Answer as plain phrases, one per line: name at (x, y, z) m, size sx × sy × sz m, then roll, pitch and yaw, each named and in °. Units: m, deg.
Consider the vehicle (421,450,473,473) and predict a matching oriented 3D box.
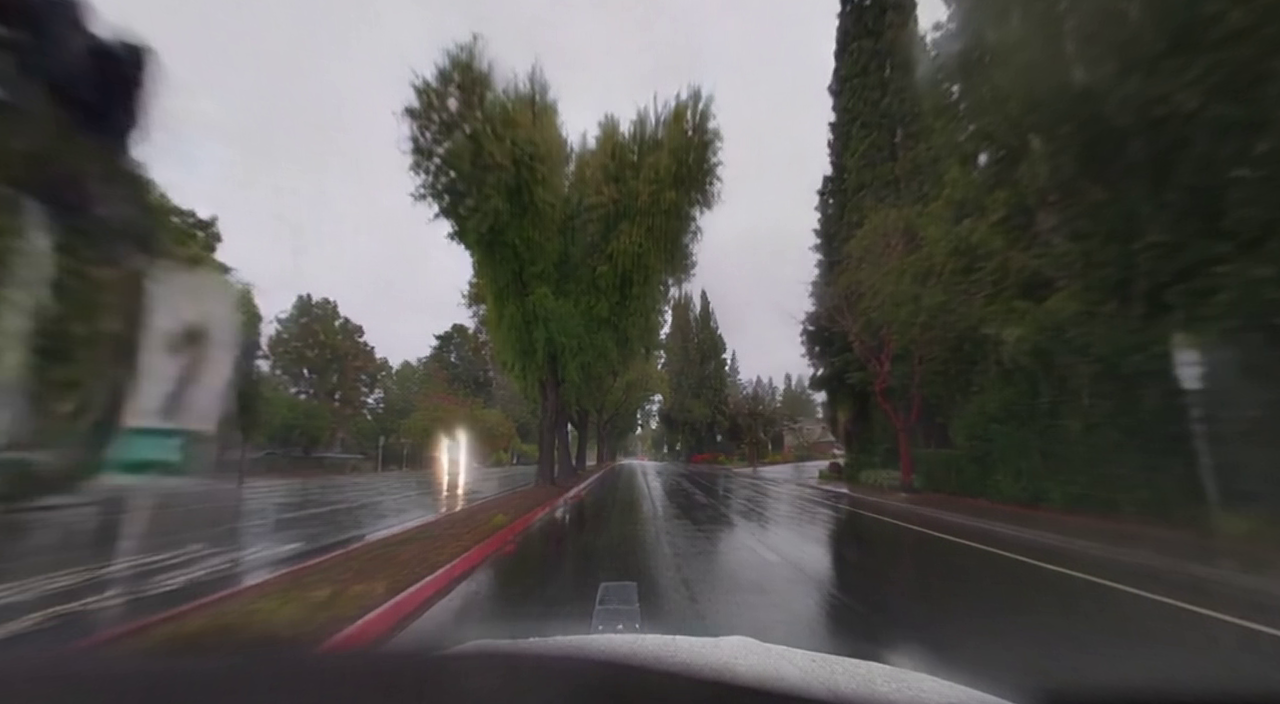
vehicle at (-13.543, 7.595, 44.149) m, size 2.068 × 1.502 × 4.643 m, roll 6°, pitch -11°, yaw -34°
